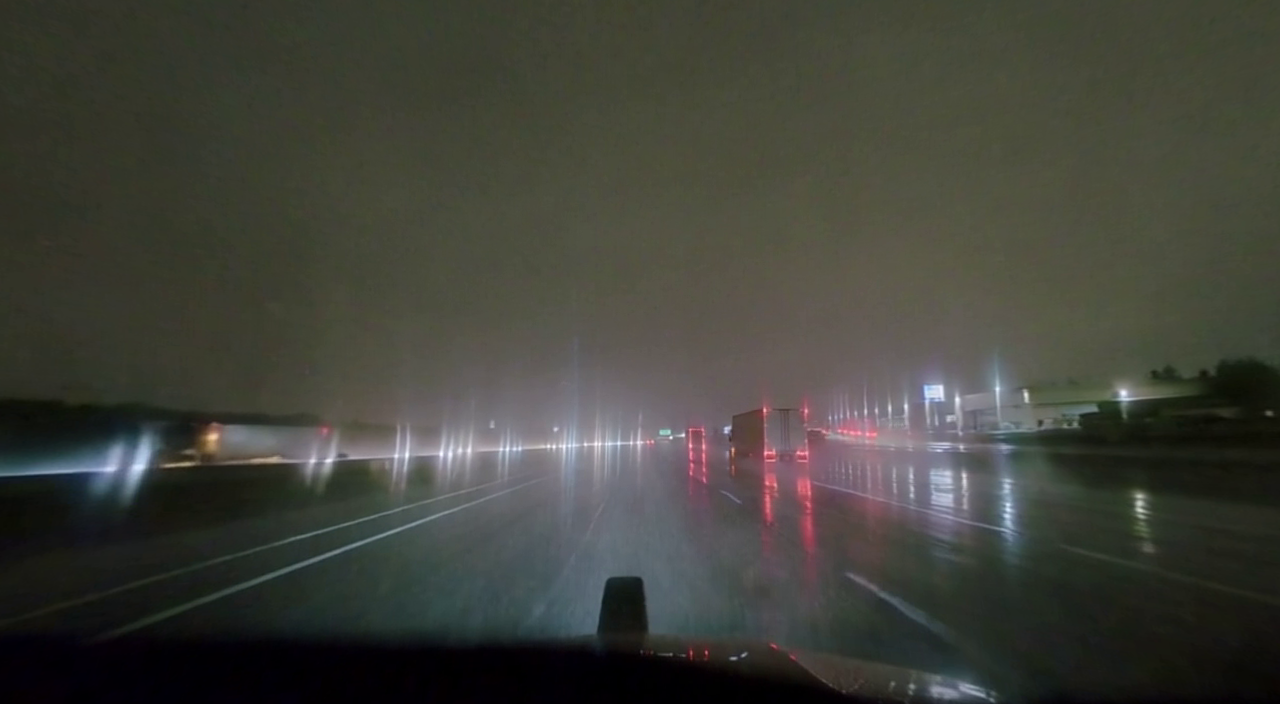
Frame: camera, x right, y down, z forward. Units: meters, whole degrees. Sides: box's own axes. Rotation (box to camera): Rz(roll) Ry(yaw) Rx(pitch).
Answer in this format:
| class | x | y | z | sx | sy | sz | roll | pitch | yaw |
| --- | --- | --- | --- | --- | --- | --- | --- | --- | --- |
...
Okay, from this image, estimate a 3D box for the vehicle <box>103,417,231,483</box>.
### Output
| class | x | y | z | sx | sy | sz | roll | pitch | yaw |
| --- | --- | --- | --- | --- | --- | --- | --- | --- | --- |
| vehicle | -31.540 | 6.549 | 42.516 | 3.017 | 4.007 | 6.914 | 0 | -8 | 1 |
